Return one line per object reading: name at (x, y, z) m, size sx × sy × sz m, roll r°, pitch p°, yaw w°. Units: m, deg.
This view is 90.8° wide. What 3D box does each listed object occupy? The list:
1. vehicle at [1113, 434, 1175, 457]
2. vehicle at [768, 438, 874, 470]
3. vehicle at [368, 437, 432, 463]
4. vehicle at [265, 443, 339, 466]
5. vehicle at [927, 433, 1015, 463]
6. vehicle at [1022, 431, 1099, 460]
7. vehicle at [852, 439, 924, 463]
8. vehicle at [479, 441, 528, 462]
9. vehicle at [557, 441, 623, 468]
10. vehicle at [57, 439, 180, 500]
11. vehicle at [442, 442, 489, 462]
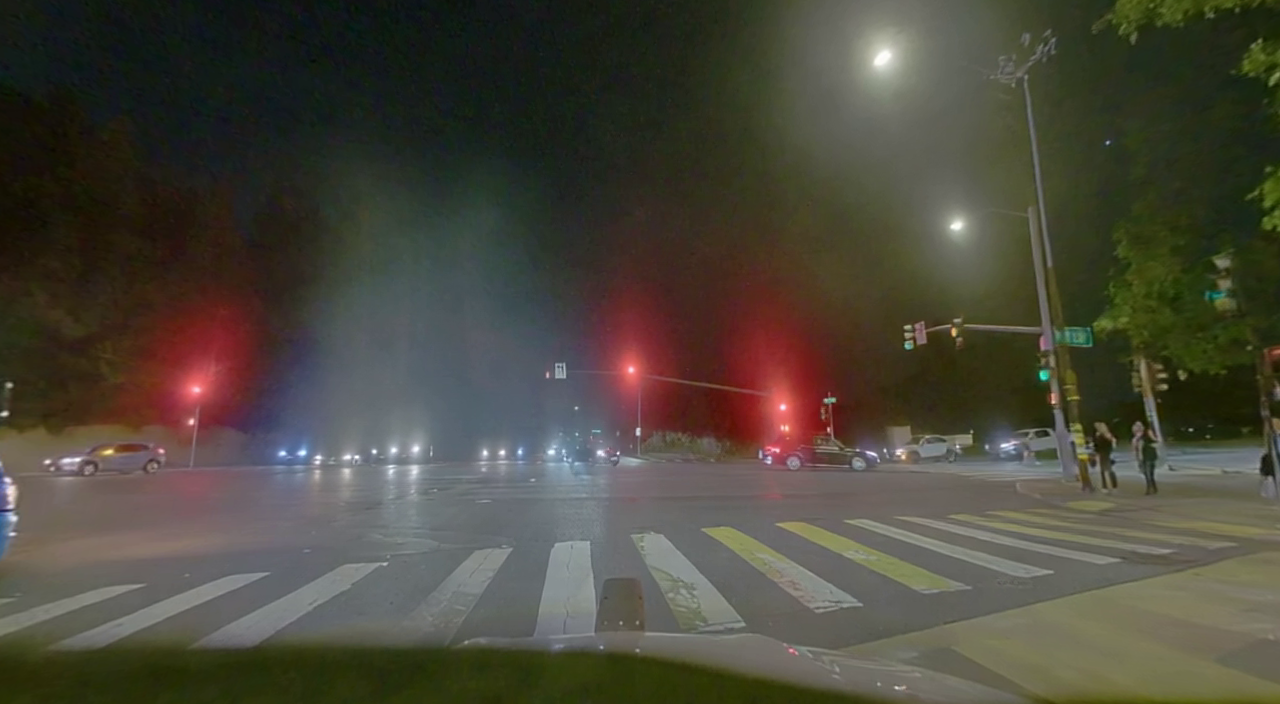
vehicle at (38.627, 7.164, 48.396) m, size 4.122 × 1.682 × 1.930 m, roll 4°, pitch -9°, yaw -25°
vehicle at (8.982, 5.109, 31.642) m, size 4.911 × 1.504 × 2.109 m, roll -2°, pitch -9°, yaw 14°
vehicle at (-17.380, 7.141, 46.003) m, size 2.189 × 1.753 × 4.785 m, roll -1°, pitch -9°, yaw 9°
vehicle at (-21.825, 6.637, 41.001) m, size 1.859 × 1.415 × 4.591 m, roll -1°, pitch -9°, yaw 8°
vehicle at (20.081, 5.825, 38.302) m, size 5.244 × 1.717 × 1.897 m, roll 4°, pitch -10°, yaw -27°
vehicle at (28.309, 6.295, 42.481) m, size 4.662 × 1.840 × 2.055 m, roll 4°, pitch -10°, yaw -26°
vehicle at (17.190, 6.836, 43.830) m, size 4.524 × 1.560 × 2.052 m, roll 4°, pitch -10°, yaw -26°
vehicle at (-10.150, 7.464, 47.396) m, size 2.097 × 1.484 × 4.596 m, roll -1°, pitch -9°, yaw 8°
vehicle at (-2.961, 5.859, 36.344) m, size 1.911 × 1.415 × 4.487 m, roll 5°, pitch -10°, yaw -31°
vehicle at (-14.276, 3.123, 17.208) m, size 4.507 × 1.428 × 1.801 m, roll -8°, pitch -11°, yaw 41°
vehicle at (-13.173, 7.585, 47.864) m, size 1.845 × 1.426 × 4.289 m, roll -1°, pitch -9°, yaw 8°
